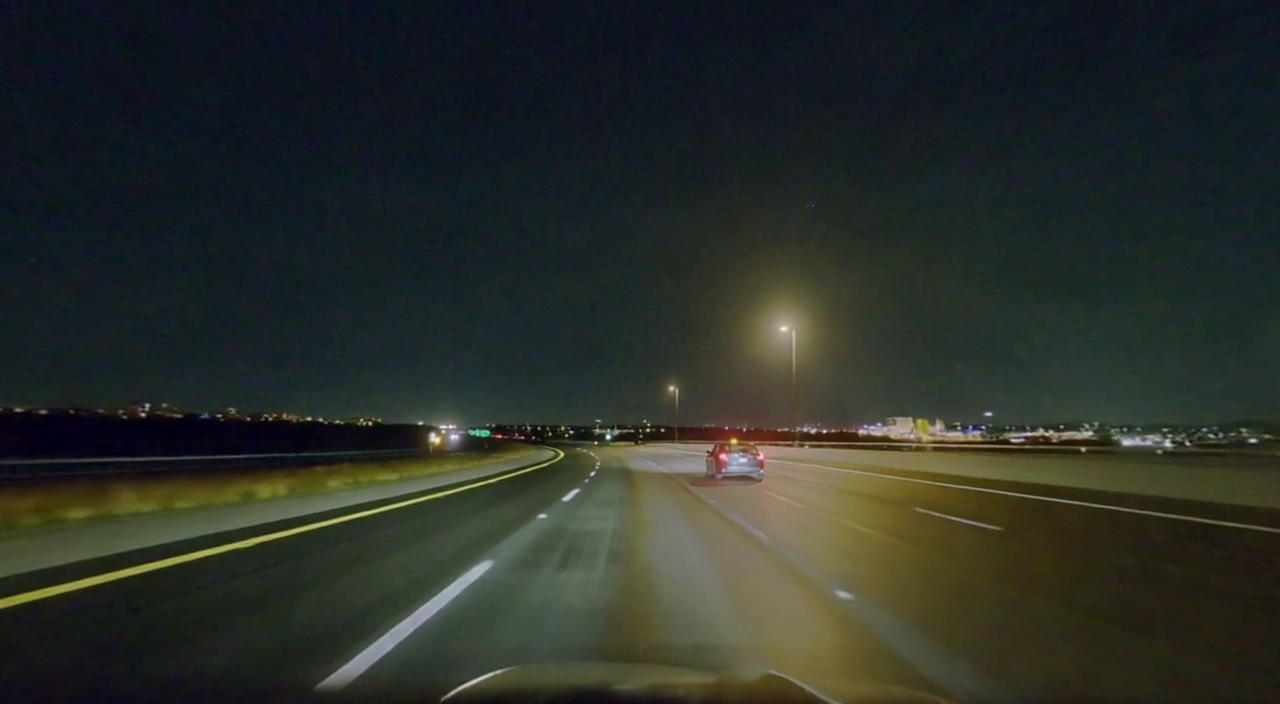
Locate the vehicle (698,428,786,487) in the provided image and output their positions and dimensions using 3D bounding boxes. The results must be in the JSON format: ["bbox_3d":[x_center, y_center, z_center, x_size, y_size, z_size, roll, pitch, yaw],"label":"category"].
[{"bbox_3d":[3.183,3.401,20.602,2.059,1.715,4.192,0,-8,-2],"label":"vehicle"}]
